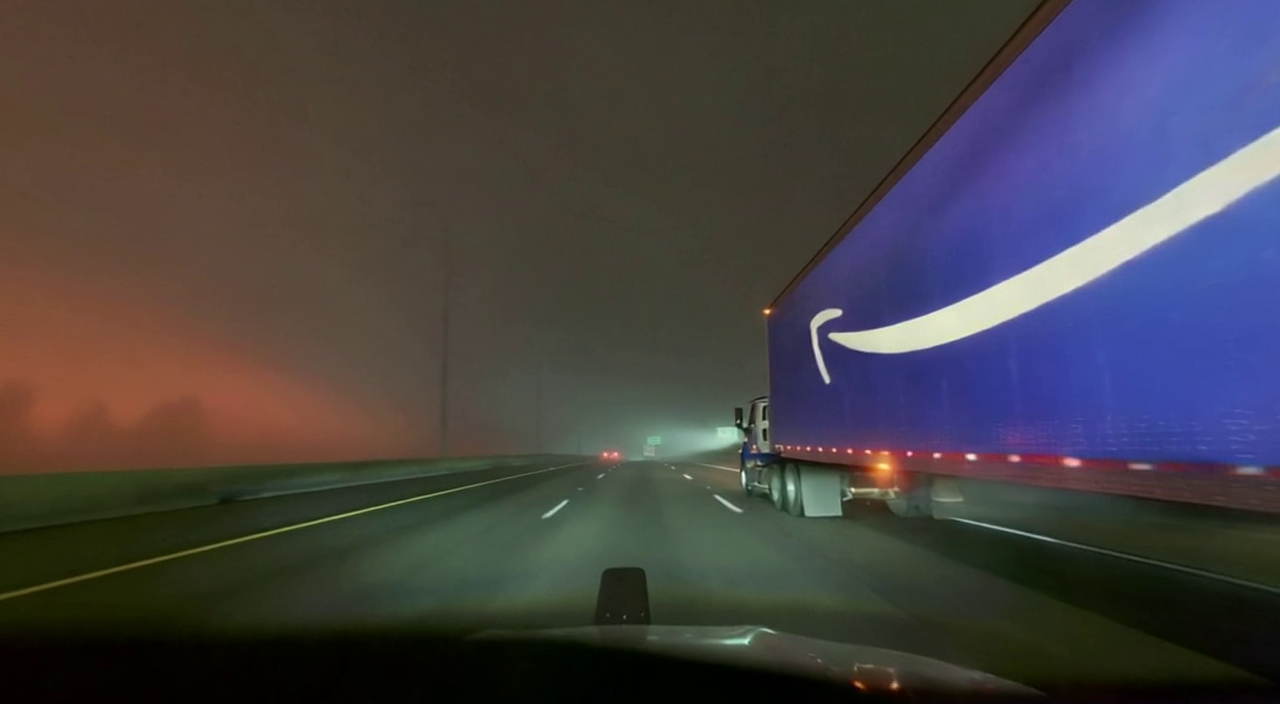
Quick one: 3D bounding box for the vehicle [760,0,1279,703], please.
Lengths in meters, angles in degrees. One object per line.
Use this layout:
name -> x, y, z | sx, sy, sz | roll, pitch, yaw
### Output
vehicle -> 4.040, 0.048, 4.781 | 2.928, 4.021, 17.190 | 0, -9, 0
